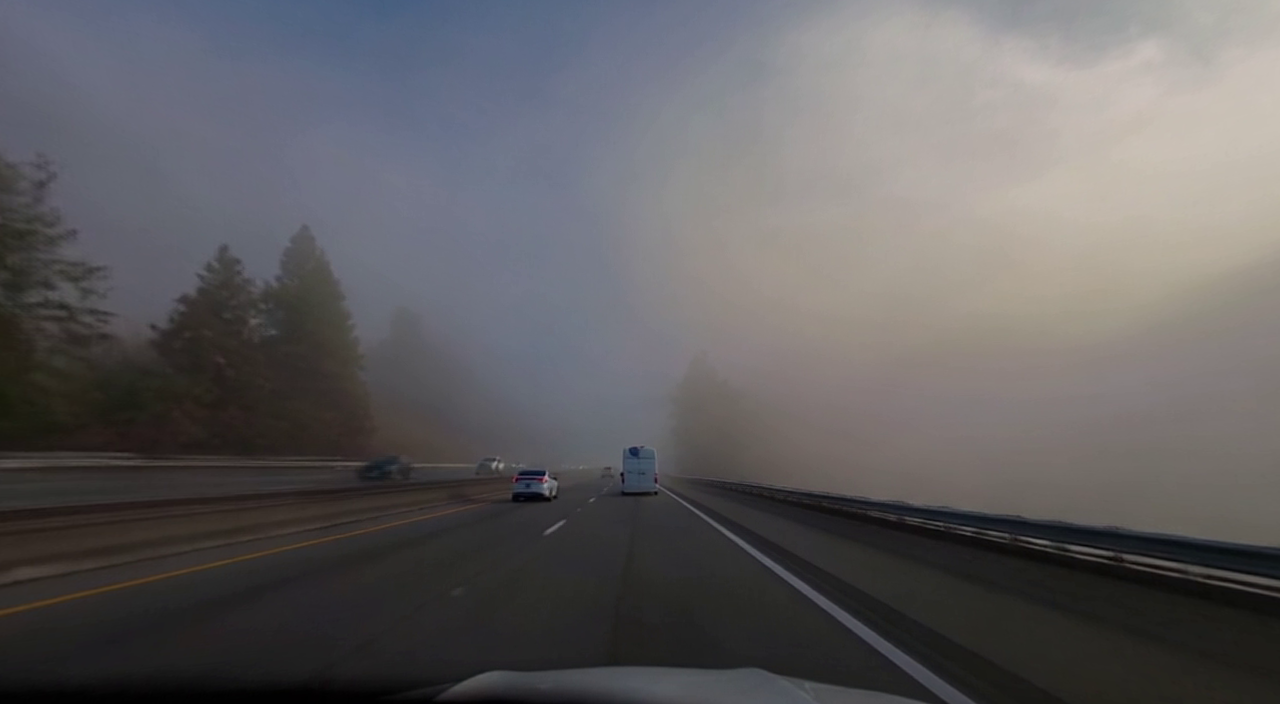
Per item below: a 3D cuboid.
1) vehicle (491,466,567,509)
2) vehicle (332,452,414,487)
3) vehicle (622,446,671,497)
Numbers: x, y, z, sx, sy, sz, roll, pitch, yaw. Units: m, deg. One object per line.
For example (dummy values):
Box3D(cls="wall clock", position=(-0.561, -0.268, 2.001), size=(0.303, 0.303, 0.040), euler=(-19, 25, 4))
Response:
Box3D(cls="vehicle", position=(-4.279, 5.327, 25.094), size=(2.128, 1.491, 4.508), euler=(1, -11, 1))
Box3D(cls="vehicle", position=(-12.748, 5.671, 30.456), size=(1.977, 1.491, 4.522), euler=(1, -11, 0))
Box3D(cls="vehicle", position=(0.286, 6.636, 35.061), size=(2.482, 2.549, 5.447), euler=(1, -11, -1))
